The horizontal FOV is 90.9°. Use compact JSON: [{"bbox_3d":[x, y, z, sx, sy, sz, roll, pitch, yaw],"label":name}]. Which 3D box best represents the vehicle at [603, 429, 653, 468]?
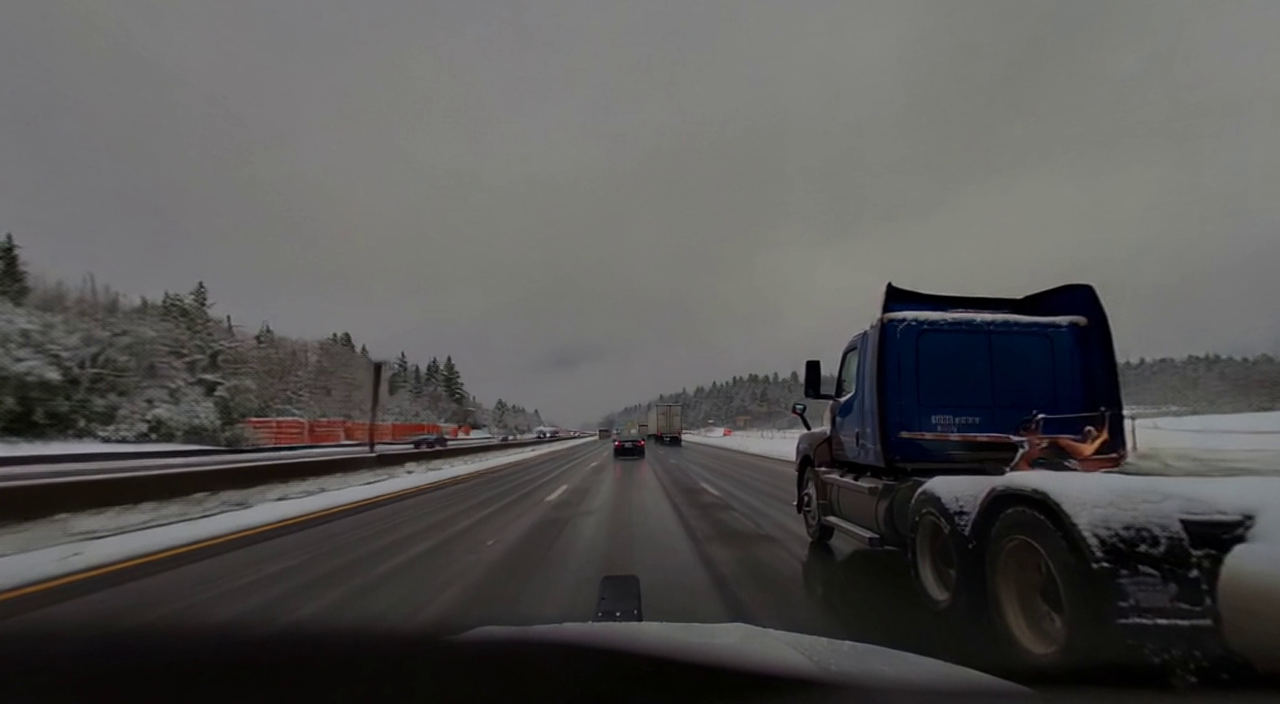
[{"bbox_3d":[-0.495,3.917,25.852,1.929,1.469,3.677,0,-8,-1],"label":"vehicle"}]

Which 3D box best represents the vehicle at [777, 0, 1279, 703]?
[{"bbox_3d":[3.459,-0.016,2.869,2.919,3.634,10.888,0,-8,-2],"label":"vehicle"}]
